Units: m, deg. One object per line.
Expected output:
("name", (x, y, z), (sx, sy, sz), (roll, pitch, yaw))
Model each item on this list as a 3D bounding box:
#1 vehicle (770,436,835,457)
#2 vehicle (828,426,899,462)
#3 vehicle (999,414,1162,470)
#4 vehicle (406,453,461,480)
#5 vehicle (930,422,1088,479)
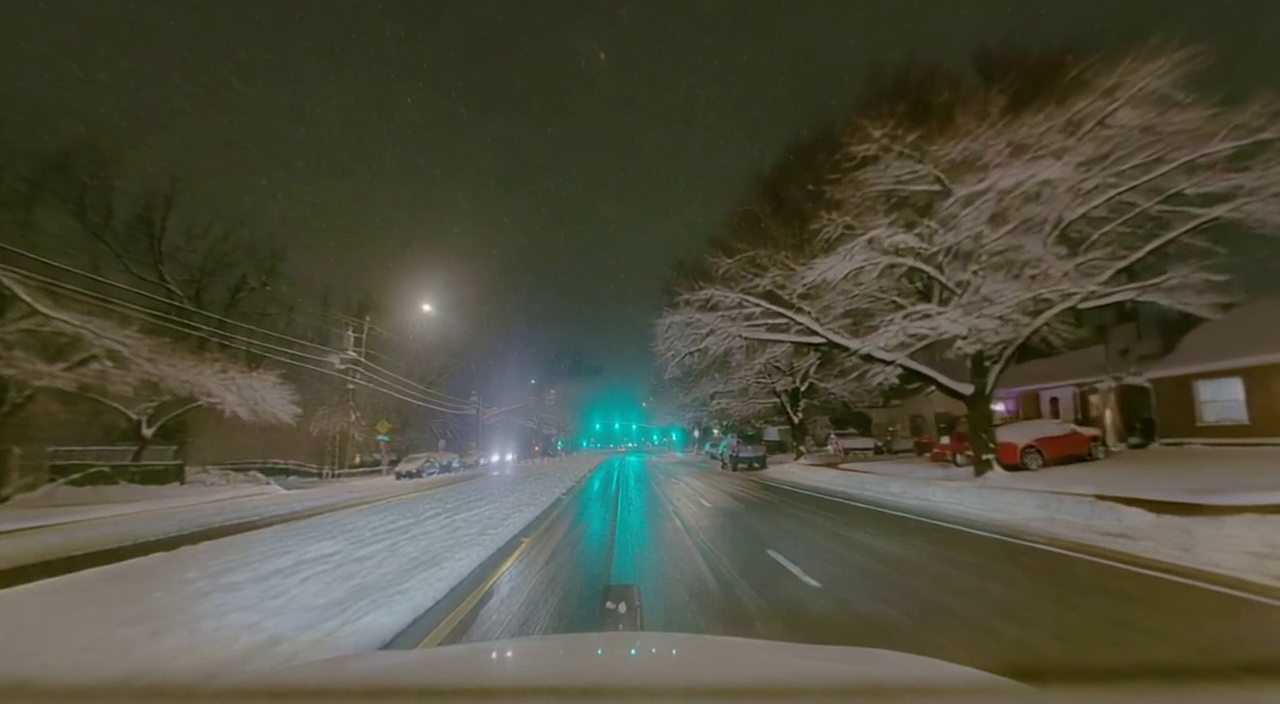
("vehicle", (11.970, 6.968, 46.673), (4.237, 1.476, 1.743), (0, -8, -1))
("vehicle", (11.396, 4.740, 32.587), (2.044, 1.716, 4.637), (0, -8, 1))
("vehicle", (13.184, 2.760, 19.306), (1.889, 1.499, 4.218), (0, -8, 0))
("vehicle", (-12.310, 6.841, 37.941), (1.851, 1.459, 4.295), (0, -8, -1))
("vehicle", (10.677, 2.913, 18.772), (1.847, 1.455, 4.650), (0, -8, -1))
